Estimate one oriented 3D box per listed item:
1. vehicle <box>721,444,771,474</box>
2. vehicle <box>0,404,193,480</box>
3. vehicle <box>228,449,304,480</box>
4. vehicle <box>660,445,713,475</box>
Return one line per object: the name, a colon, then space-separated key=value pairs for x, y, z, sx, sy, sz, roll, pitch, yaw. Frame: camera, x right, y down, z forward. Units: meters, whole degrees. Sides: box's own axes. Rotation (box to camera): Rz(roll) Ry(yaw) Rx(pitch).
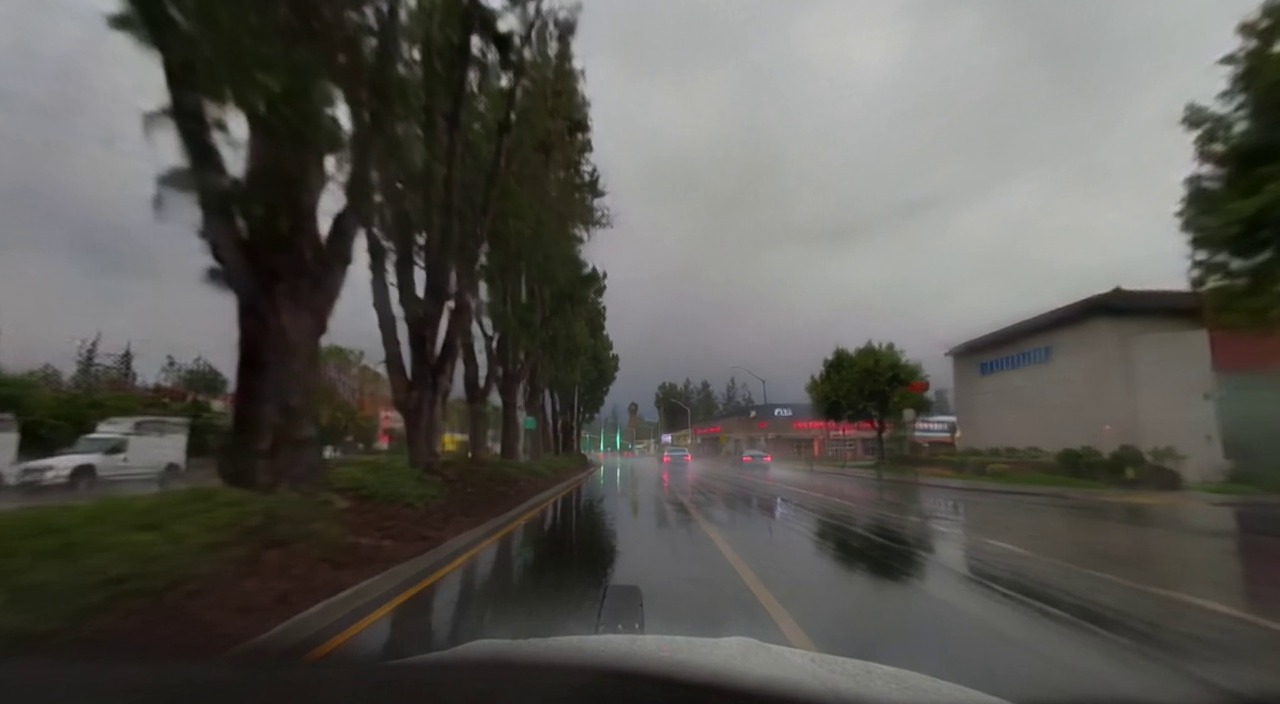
vehicle: x=5.894 y=5.973 z=35.340 sx=1.886 sy=1.528 sz=4.169 roll=0 pitch=-9 yaw=-3
vehicle: x=-26.311 y=4.208 z=29.375 sx=8.121 sy=3.260 sz=2.889 roll=2 pitch=-9 yaw=-11
vehicle: x=-20.000 y=6.010 z=33.878 sx=1.730 sy=1.516 sz=3.847 roll=0 pitch=-9 yaw=-1
vehicle: x=2.369 y=5.696 z=33.351 sx=2.256 sy=1.451 sz=4.313 roll=0 pitch=-9 yaw=-3
